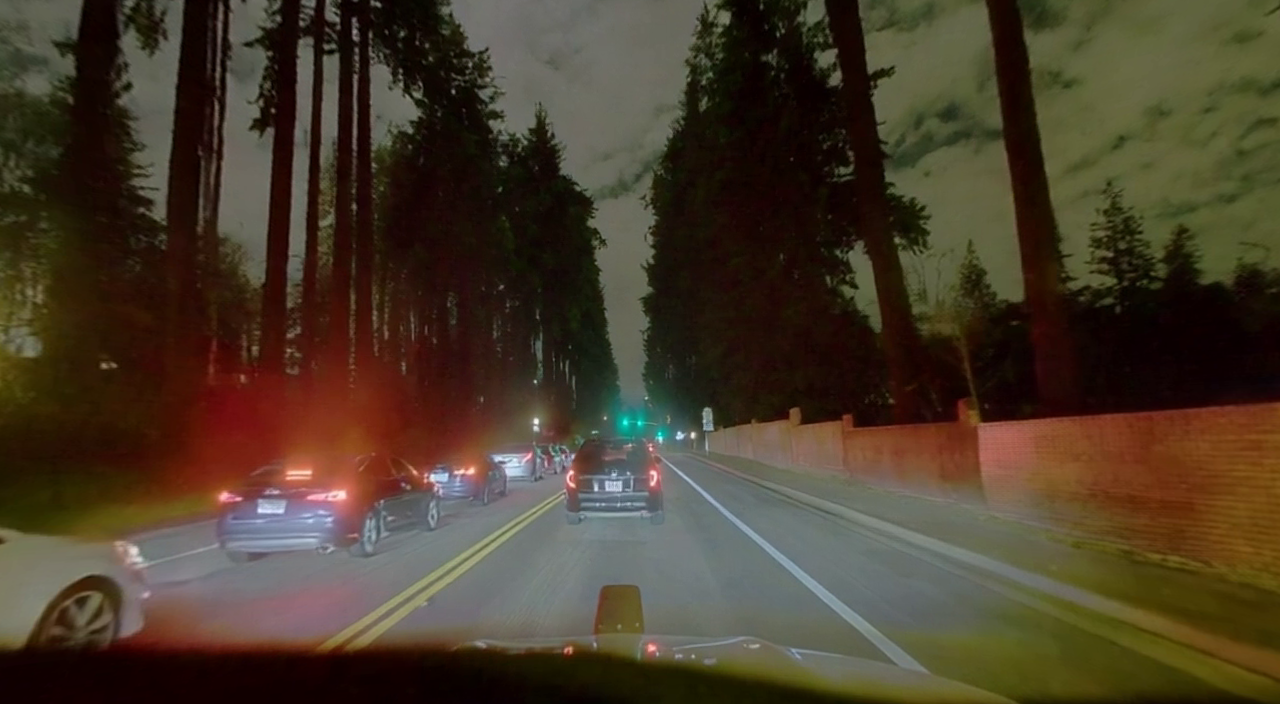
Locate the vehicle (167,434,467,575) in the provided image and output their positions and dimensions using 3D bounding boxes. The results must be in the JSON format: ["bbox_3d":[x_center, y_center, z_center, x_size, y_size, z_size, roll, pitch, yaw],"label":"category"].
[{"bbox_3d":[-3.847,1.848,8.515,1.784,1.408,4.141,0,-8,1],"label":"vehicle"}]

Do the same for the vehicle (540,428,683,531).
[{"bbox_3d":[-0.460,2.203,11.538,2.127,1.517,4.090,0,-8,-1],"label":"vehicle"}]

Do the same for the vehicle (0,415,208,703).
[{"bbox_3d":[-3.907,0.868,1.794,1.968,1.459,4.734,0,-8,1],"label":"vehicle"}]
